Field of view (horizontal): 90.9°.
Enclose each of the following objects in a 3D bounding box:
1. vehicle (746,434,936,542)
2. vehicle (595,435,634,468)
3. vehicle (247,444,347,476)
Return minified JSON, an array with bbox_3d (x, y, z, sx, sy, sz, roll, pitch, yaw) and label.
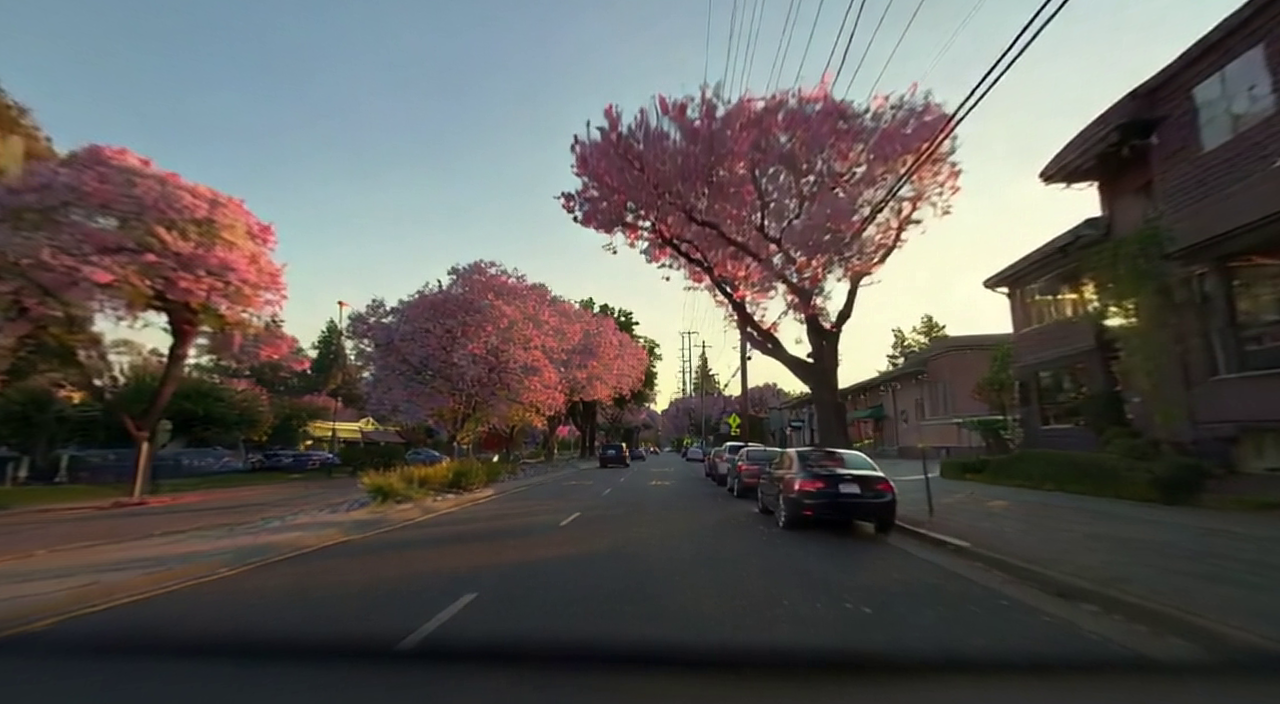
[{"bbox_3d":[3.249,2.290,11.326,1.985,1.500,4.654,0,-9,1],"label":"vehicle"},{"bbox_3d":[-1.593,6.507,41.275,2.202,1.961,4.980,0,-9,2],"label":"vehicle"},{"bbox_3d":[-21.938,6.924,40.577,5.252,1.925,2.061,3,-9,-19],"label":"vehicle"}]
